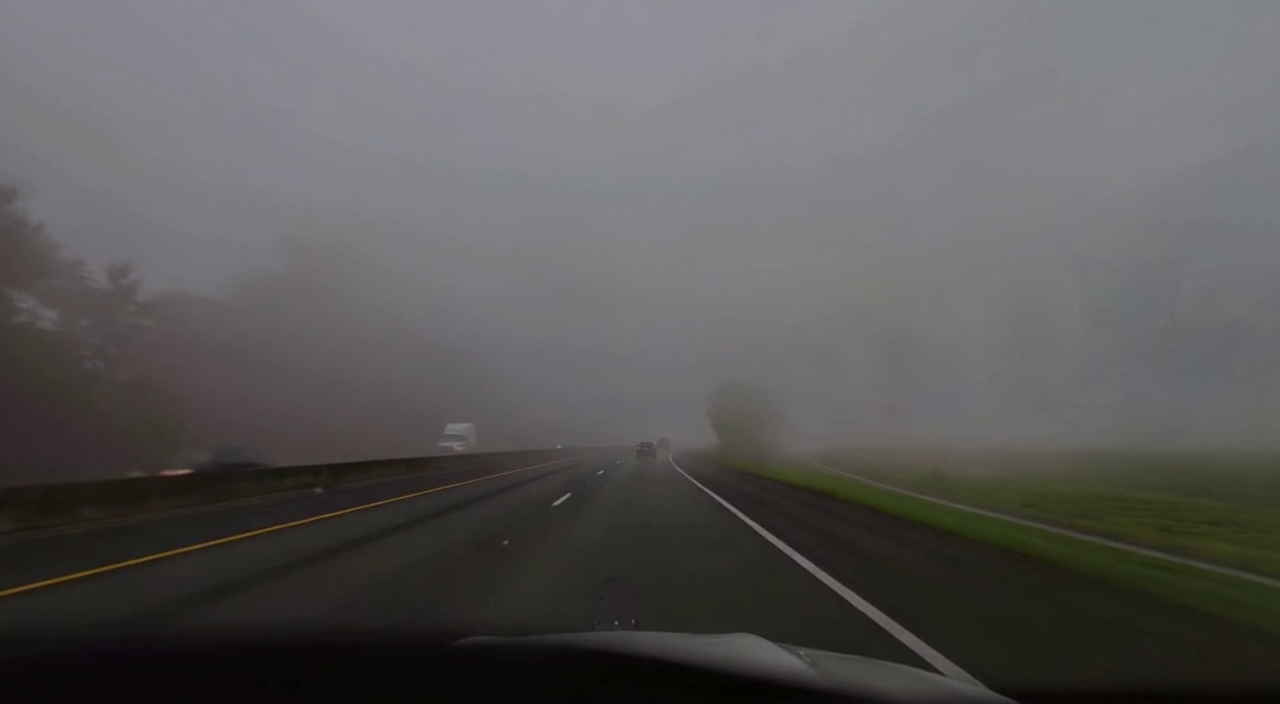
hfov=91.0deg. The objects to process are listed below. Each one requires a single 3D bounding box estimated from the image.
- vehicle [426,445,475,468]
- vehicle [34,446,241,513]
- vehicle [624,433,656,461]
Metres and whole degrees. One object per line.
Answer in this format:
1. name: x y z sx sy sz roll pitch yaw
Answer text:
1. vehicle: -13.024 7.162 43.468 1.931 1.456 4.160 -1 -8 3
2. vehicle: -13.186 3.325 16.969 1.935 1.490 4.367 -1 -8 1
3. vehicle: 0.028 6.666 44.305 2.188 1.825 4.282 -1 -8 1
